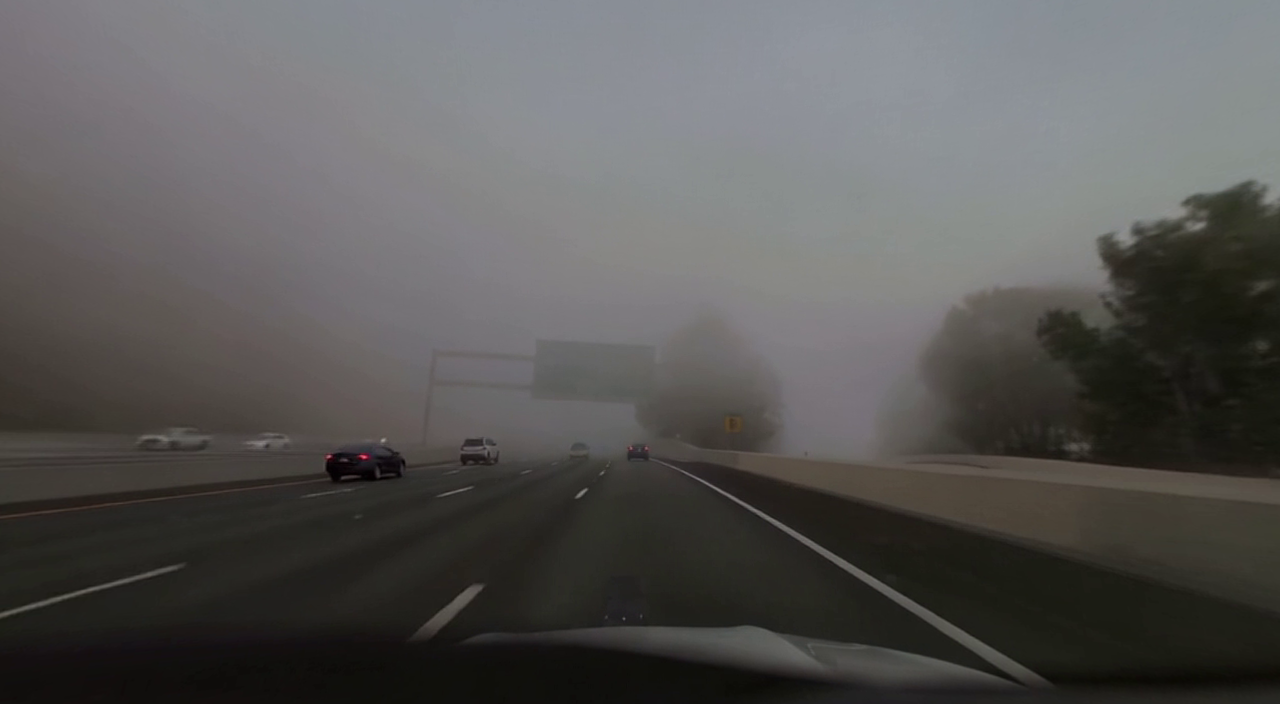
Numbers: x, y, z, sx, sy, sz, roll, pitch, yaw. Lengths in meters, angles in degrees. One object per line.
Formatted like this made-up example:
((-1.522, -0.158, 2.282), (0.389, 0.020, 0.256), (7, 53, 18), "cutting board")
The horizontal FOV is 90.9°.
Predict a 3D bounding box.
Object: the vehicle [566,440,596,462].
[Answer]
((-4.540, 7.694, 49.211), (1.991, 1.610, 4.606), (0, -8, -1), "vehicle")

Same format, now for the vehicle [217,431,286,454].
((-26.175, 6.124, 42.713), (1.902, 1.473, 4.341), (0, -8, 0), "vehicle")

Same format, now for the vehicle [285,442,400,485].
((-11.145, 4.185, 24.106), (1.935, 1.474, 5.033), (0, -8, 0), "vehicle")

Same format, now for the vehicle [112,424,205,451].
((-33.882, 6.059, 44.606), (2.162, 1.766, 5.668), (0, -8, -1), "vehicle")

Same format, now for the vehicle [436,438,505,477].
((-7.654, 4.785, 28.911), (2.086, 1.628, 4.039), (0, -8, -1), "vehicle")

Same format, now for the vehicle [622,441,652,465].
((-0.258, 6.599, 41.312), (1.881, 1.460, 3.694), (0, -8, -2), "vehicle")
